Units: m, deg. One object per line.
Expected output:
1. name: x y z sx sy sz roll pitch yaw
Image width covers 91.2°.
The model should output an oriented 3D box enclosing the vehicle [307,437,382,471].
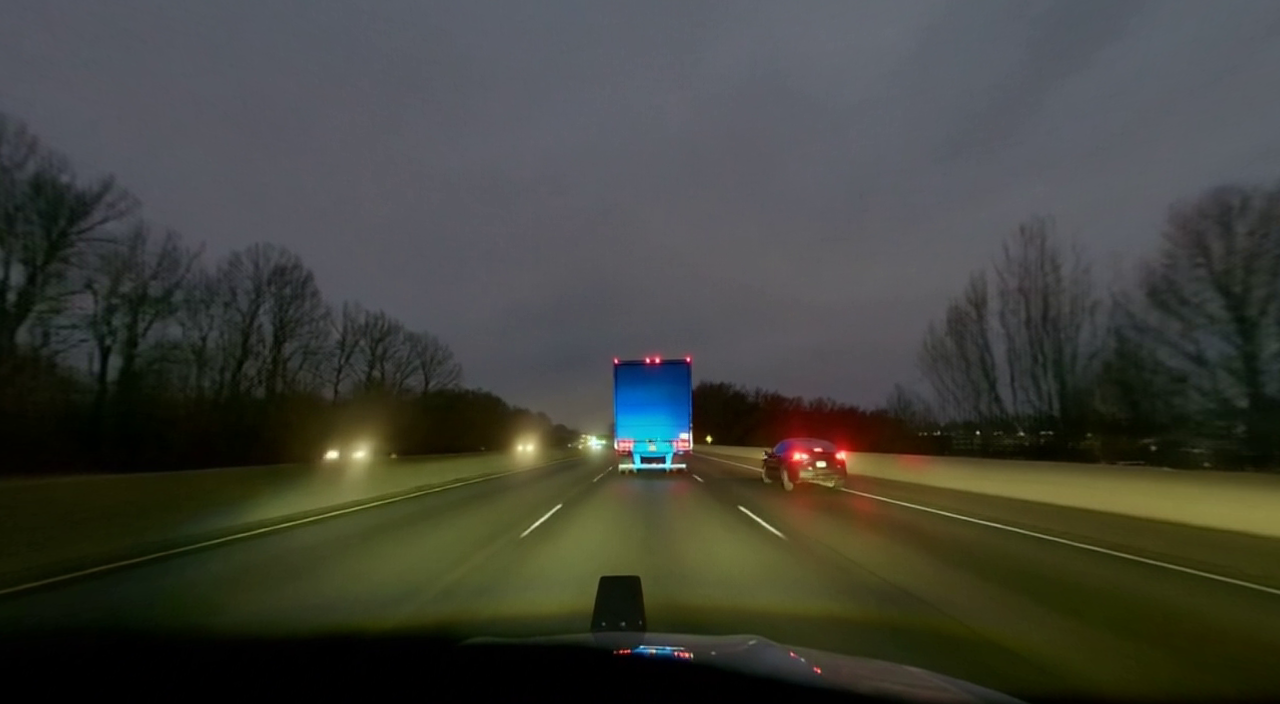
1. vehicle: -16.762 5.811 35.874 2.003 1.791 4.571 0 -8 1

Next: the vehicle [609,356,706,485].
1. vehicle: 0.537 2.889 24.974 3.010 4.039 10.481 0 -8 0
